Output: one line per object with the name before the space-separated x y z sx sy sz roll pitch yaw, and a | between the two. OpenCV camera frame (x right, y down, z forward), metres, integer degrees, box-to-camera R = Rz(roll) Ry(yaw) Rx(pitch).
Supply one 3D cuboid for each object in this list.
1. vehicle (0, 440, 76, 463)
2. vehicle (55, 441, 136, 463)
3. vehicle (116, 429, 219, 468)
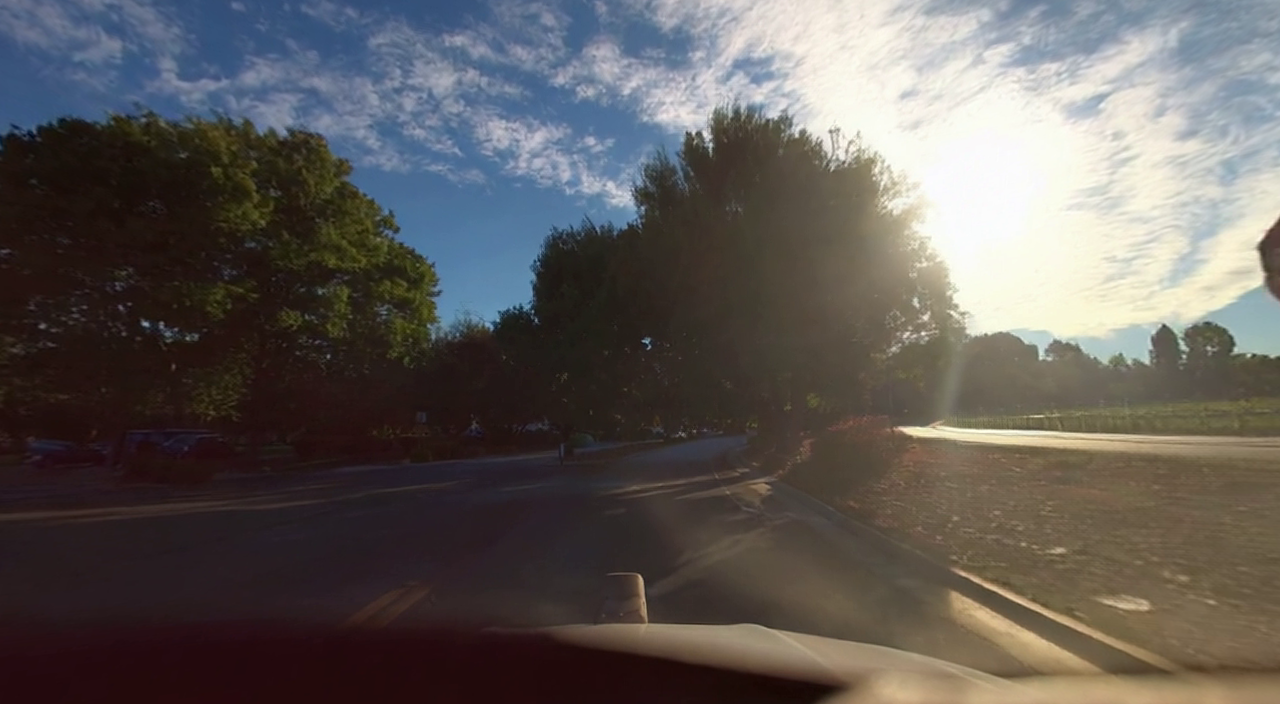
vehicle | -44.408 7.283 46.295 4.229 1.674 1.996 -1 -8 4
vehicle | -39.363 7.219 45.717 4.258 1.584 1.843 -1 -8 5
vehicle | -28.020 5.698 37.514 4.733 1.892 1.939 -4 -4 3
